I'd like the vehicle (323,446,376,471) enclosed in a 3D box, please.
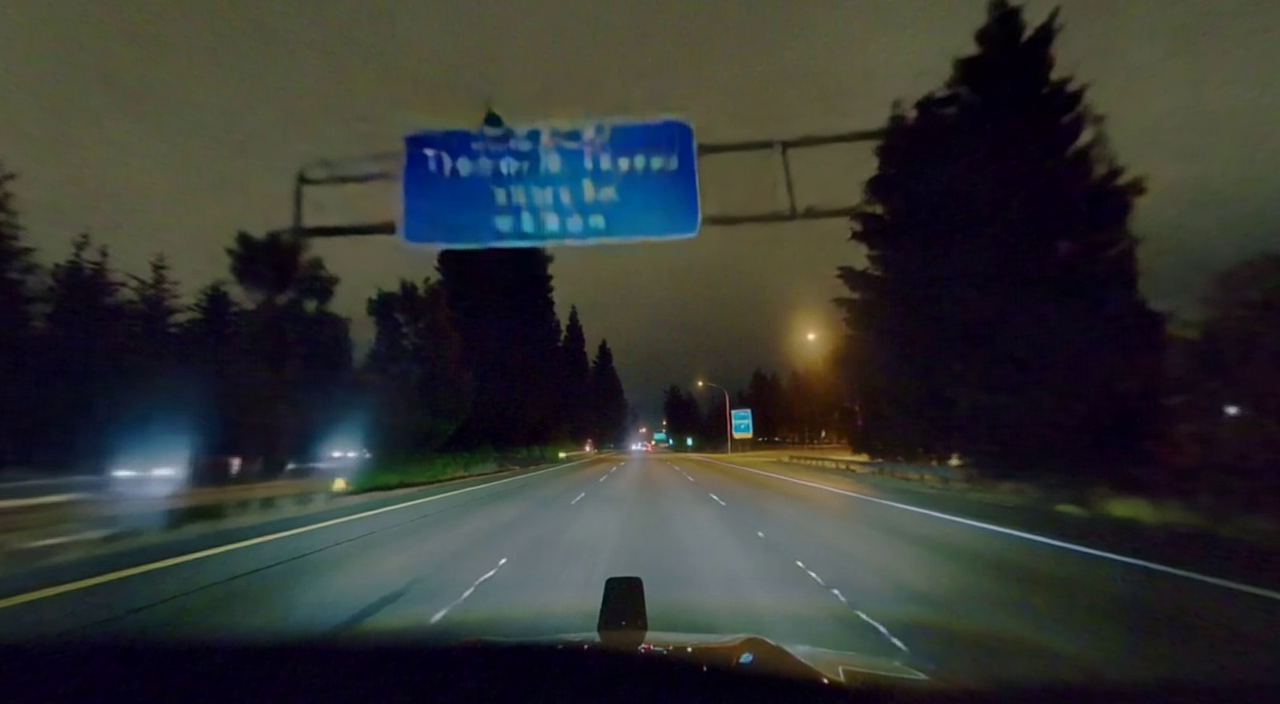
[{"bbox_3d":[-21.141,7.742,46.047,1.934,1.750,3.974,0,-8,0],"label":"vehicle"}]

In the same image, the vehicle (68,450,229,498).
[{"bbox_3d":[-16.880,4.187,22.036,1.911,1.446,4.547,0,-8,1],"label":"vehicle"}]
